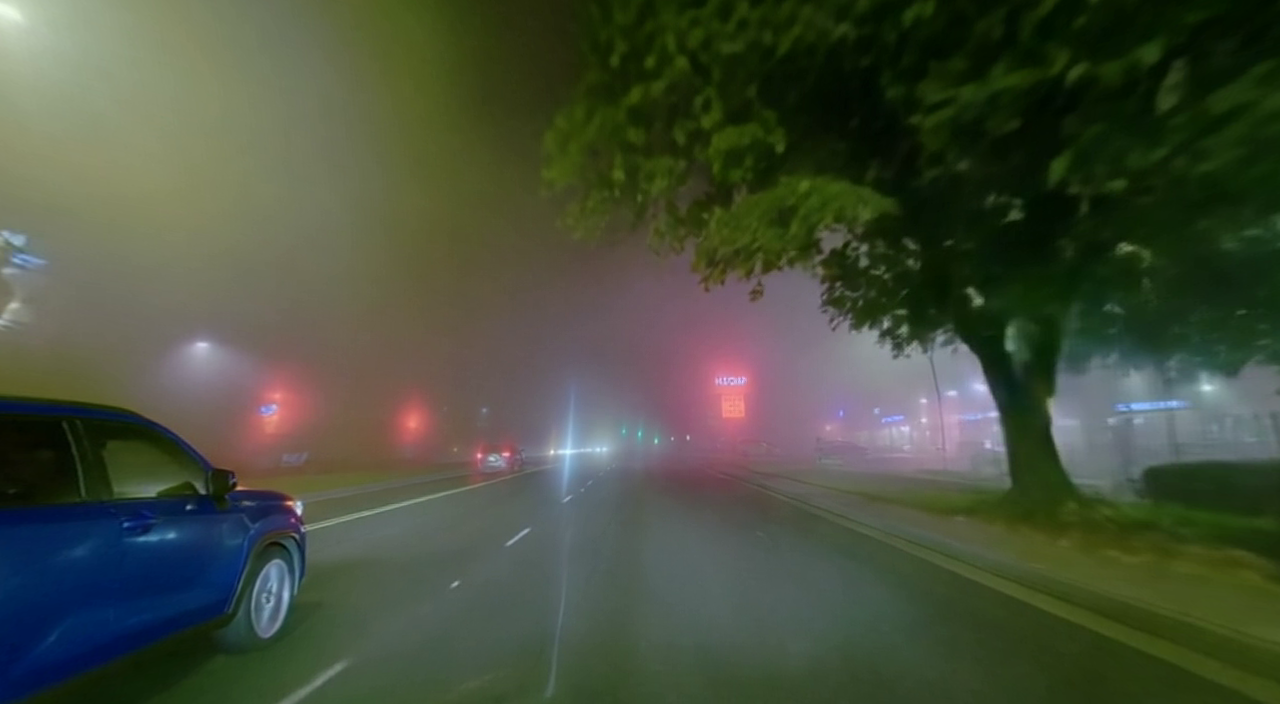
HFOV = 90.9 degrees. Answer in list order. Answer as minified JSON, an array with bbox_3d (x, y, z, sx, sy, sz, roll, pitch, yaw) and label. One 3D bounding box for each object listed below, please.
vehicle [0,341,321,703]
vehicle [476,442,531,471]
[{"bbox_3d":[-3.312,0.807,2.265,2.127,1.654,4.121,0,-8,0],"label":"vehicle"},{"bbox_3d":[-7.465,5.740,34.927,1.990,1.483,4.410,0,-8,1],"label":"vehicle"}]
